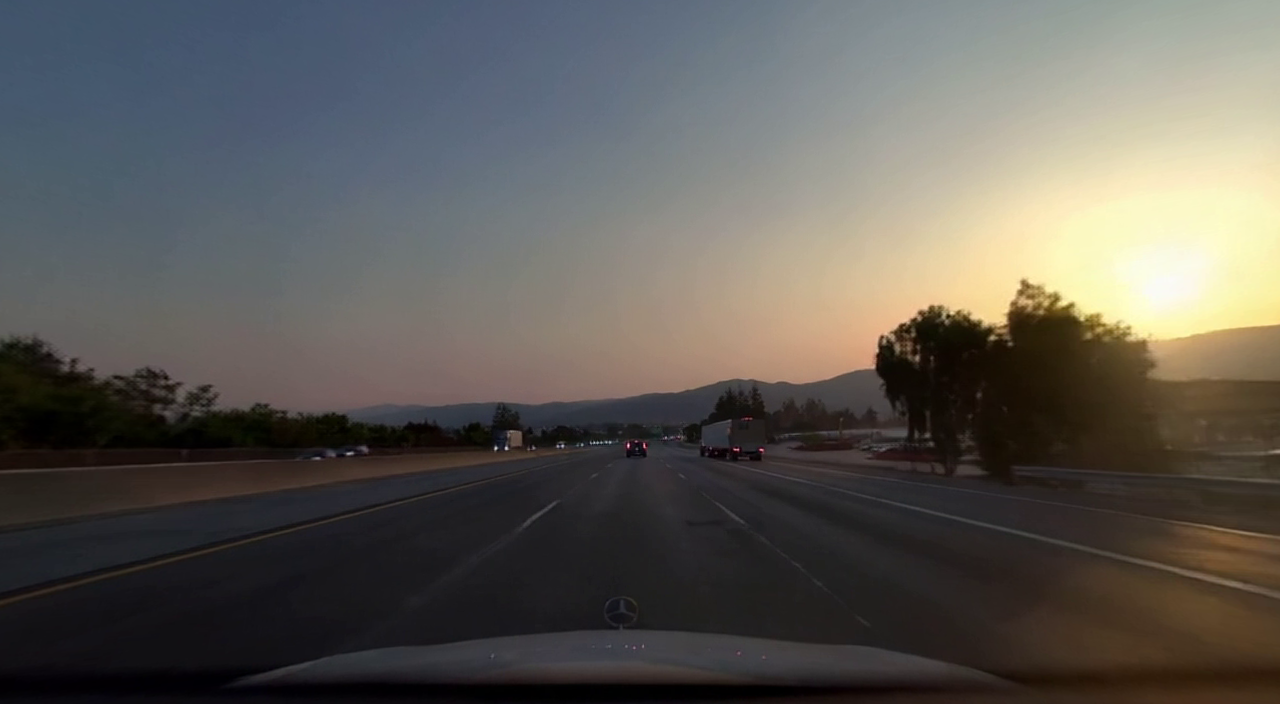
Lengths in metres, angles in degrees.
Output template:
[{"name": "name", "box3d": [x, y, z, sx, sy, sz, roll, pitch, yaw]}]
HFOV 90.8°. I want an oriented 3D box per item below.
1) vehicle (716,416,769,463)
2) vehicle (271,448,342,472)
[{"name": "vehicle", "box3d": [7.595, 6.646, 47.729, 2.793, 3.204, 7.997, 0, -8, 1]}, {"name": "vehicle", "box3d": [-21.778, 7.043, 41.486, 1.972, 1.477, 4.776, 0, -8, 1]}]
